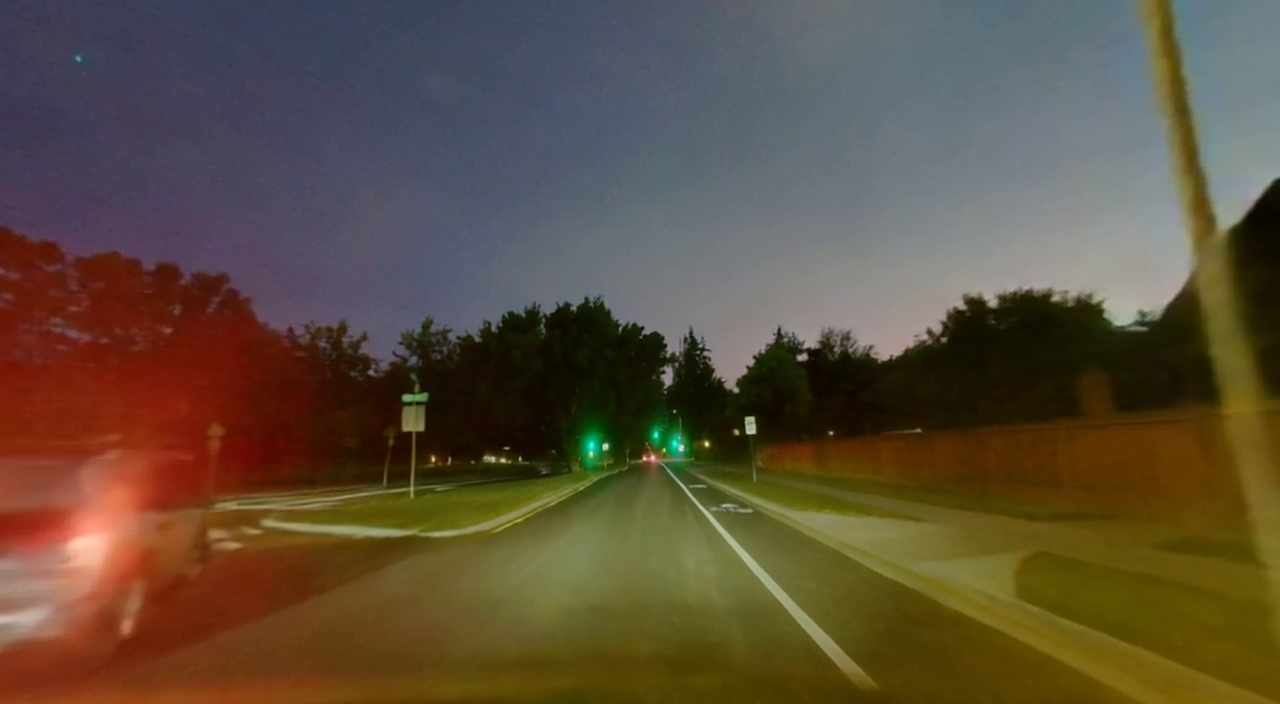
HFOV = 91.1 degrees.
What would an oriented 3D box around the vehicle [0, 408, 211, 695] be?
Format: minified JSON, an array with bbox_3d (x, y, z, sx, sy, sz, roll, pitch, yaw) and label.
[{"bbox_3d":[-5.246,1.410,5.243,2.290,1.653,4.127,5,-10,-29],"label":"vehicle"}]
